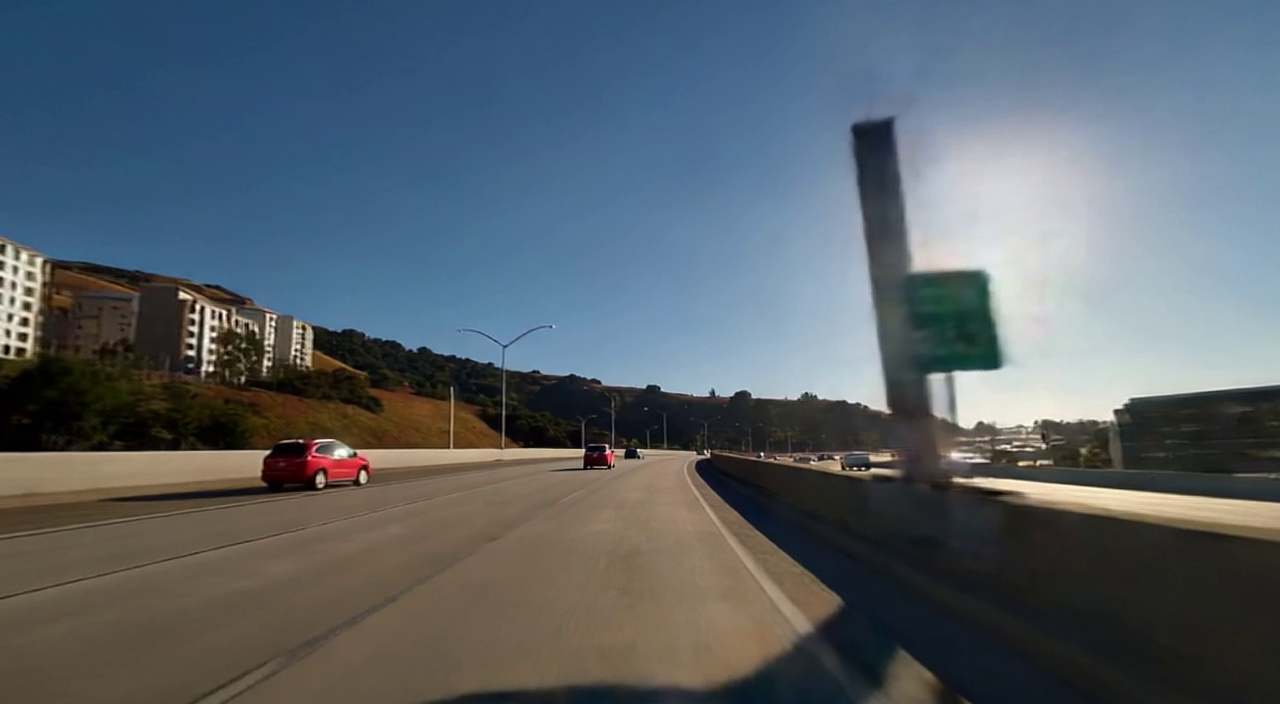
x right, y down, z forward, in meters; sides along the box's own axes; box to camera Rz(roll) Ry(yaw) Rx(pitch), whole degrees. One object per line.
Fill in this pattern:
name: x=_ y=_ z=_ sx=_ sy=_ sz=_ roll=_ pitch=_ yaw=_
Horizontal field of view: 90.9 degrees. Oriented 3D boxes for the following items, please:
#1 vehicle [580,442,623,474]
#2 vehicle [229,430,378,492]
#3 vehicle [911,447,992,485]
vehicle: x=-2.217 y=6.313 z=37.653 sx=2.028 sy=1.782 sz=4.150 roll=-1 pitch=-8 yaw=4
vehicle: x=-10.525 y=3.433 z=20.231 sx=2.039 sy=1.746 sz=4.528 roll=-1 pitch=-8 yaw=4
vehicle: x=14.191 y=5.180 z=29.045 sx=1.786 sy=1.559 sz=4.496 roll=-1 pitch=-8 yaw=6
